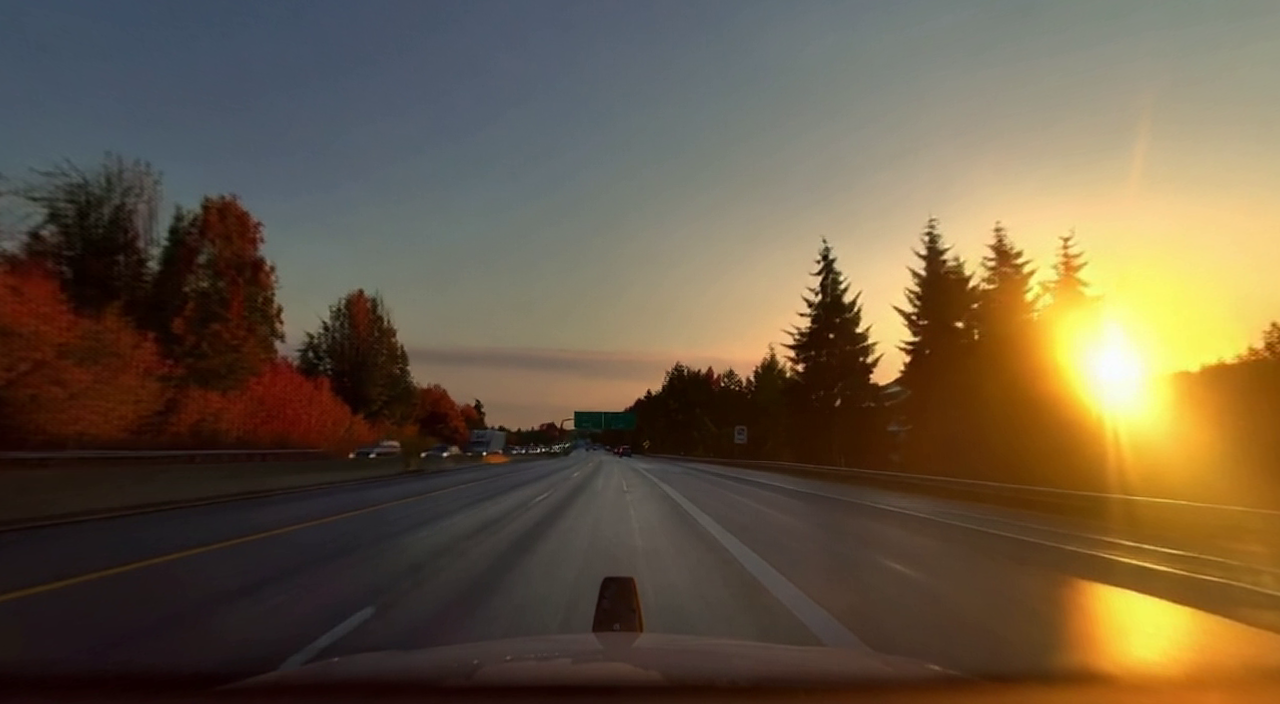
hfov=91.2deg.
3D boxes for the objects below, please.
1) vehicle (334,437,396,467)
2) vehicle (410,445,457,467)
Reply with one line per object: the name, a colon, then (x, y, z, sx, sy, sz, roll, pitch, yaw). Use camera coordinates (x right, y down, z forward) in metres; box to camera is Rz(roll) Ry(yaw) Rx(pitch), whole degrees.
vehicle: (-18.421, 6.711, 42.272, 2.040, 1.860, 5.052, 0, -9, -2)
vehicle: (-14.104, 7.121, 43.022, 1.781, 1.453, 4.314, 0, -9, -1)
